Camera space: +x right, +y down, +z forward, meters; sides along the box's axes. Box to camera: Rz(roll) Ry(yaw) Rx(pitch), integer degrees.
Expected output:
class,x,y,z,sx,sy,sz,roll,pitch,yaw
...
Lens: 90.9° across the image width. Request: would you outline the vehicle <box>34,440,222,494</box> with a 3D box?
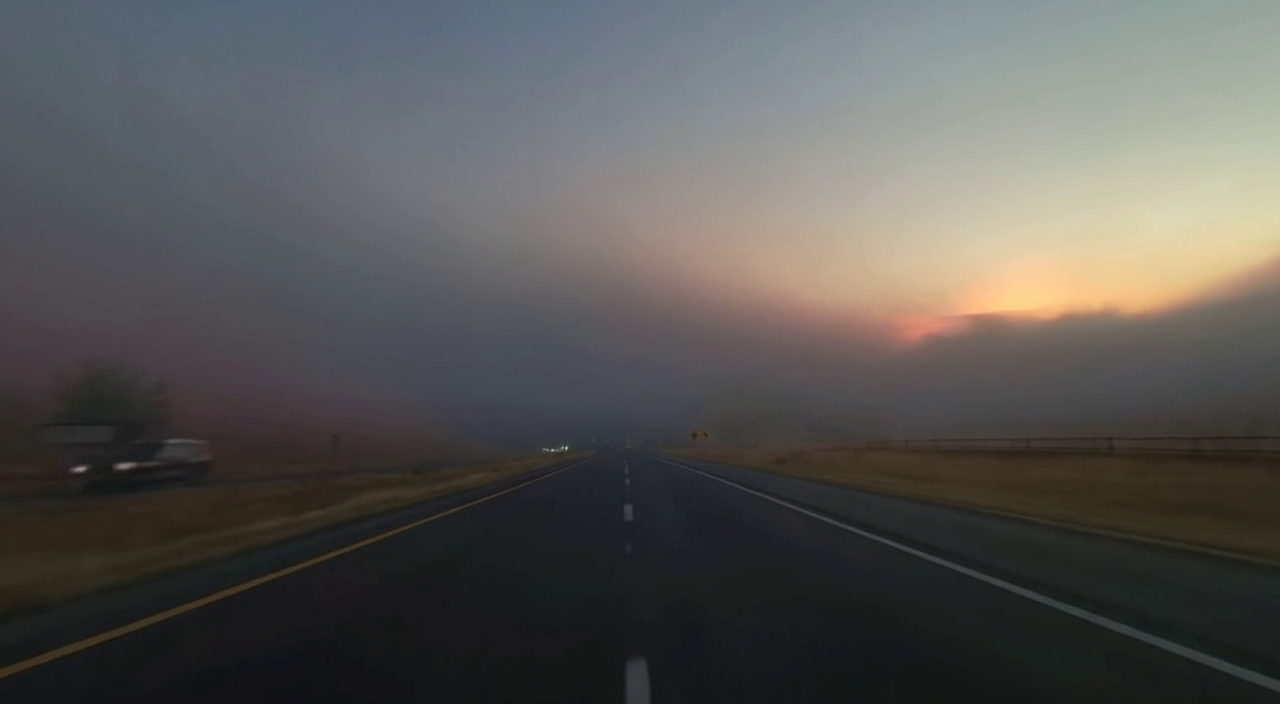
class,x,y,z,sx,sy,sz,roll,pitch,yaw
vehicle,-19.608,4.398,24.730,2.206,1.828,6.229,0,-8,0
